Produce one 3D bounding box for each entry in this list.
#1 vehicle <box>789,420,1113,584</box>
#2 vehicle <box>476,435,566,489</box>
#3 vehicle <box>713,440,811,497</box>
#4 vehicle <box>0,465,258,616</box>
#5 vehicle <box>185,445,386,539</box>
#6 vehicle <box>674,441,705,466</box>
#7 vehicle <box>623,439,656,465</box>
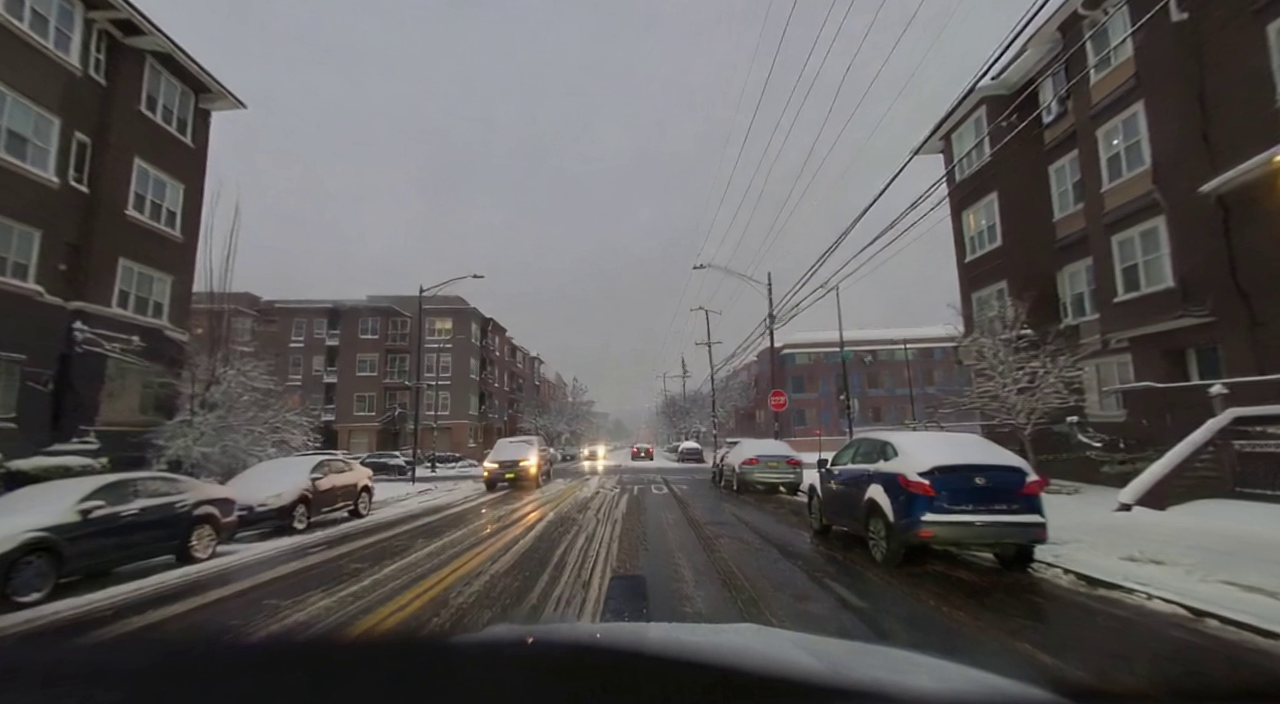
[{"bbox_3d":[3.750,1.889,8.872,2.040,1.637,4.734,0,-9,-1],"label":"vehicle"},{"bbox_3d":[-4.307,4.079,23.677,2.452,1.778,4.634,0,-9,1],"label":"vehicle"},{"bbox_3d":[3.553,3.487,19.287,1.888,1.495,4.567,0,-9,-2],"label":"vehicle"},{"bbox_3d":[-7.571,2.324,8.560,1.953,1.417,4.449,-1,-9,1],"label":"vehicle"},{"bbox_3d":[-7.560,2.972,14.084,1.928,1.721,4.429,0,-9,-1],"label":"vehicle"},{"bbox_3d":[3.854,7.954,49.689,2.164,1.721,4.416,-4,-9,1],"label":"vehicle"},{"bbox_3d":[-0.005,7.913,49.845,2.453,1.895,4.344,0,-9,0],"label":"vehicle"}]
